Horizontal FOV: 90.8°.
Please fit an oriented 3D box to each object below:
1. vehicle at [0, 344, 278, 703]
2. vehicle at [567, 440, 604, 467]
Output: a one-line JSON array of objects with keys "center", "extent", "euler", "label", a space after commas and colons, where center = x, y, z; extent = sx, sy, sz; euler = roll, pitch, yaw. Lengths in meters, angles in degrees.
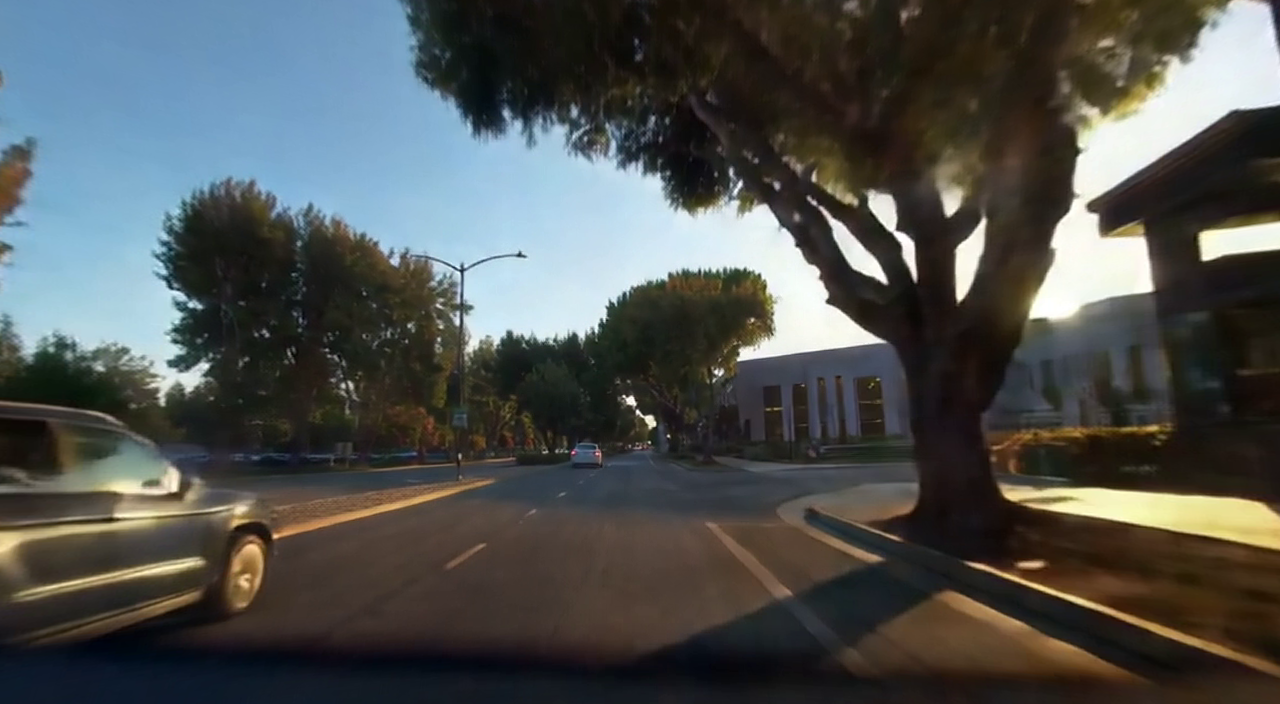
[{"center": [-3.839, 0.763, 2.318], "extent": [2.202, 1.685, 4.772], "euler": [0, -8, 0], "label": "vehicle"}, {"center": [-3.747, 7.081, 44.057], "extent": [2.179, 1.771, 4.267], "euler": [0, -8, 1], "label": "vehicle"}]
